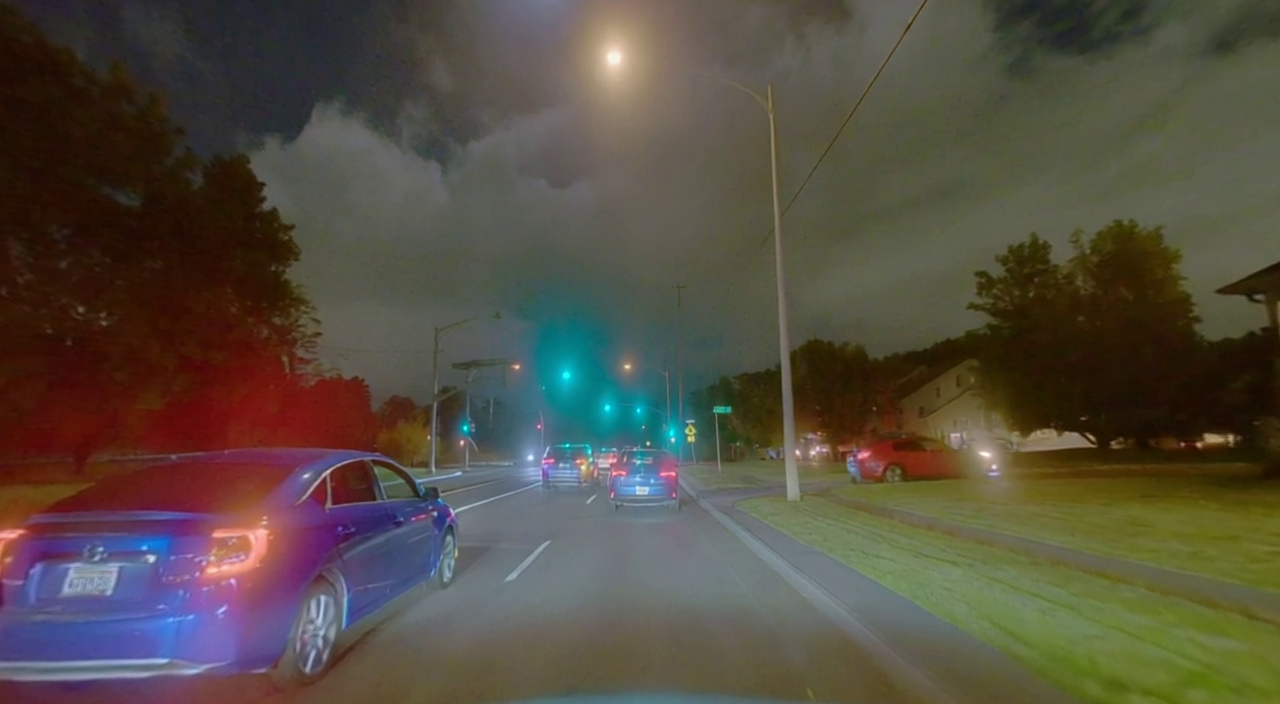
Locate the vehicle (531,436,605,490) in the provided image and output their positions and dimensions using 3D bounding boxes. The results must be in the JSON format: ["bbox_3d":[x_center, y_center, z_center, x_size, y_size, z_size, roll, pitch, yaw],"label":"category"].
[{"bbox_3d":[-2.469,3.958,22.682,2.000,1.737,4.133,-1,-9,2],"label":"vehicle"}]

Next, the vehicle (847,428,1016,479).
[{"bbox_3d":[9.228,3.249,20.256,4.456,1.504,1.914,0,-9,0],"label":"vehicle"}]

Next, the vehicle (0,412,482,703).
[{"bbox_3d":[-2.841,1.334,4.749,1.968,1.472,4.685,-1,-9,2],"label":"vehicle"}]

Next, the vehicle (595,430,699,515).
[{"bbox_3d":[0.143,2.779,14.950,2.120,1.718,3.909,0,-9,0],"label":"vehicle"}]
